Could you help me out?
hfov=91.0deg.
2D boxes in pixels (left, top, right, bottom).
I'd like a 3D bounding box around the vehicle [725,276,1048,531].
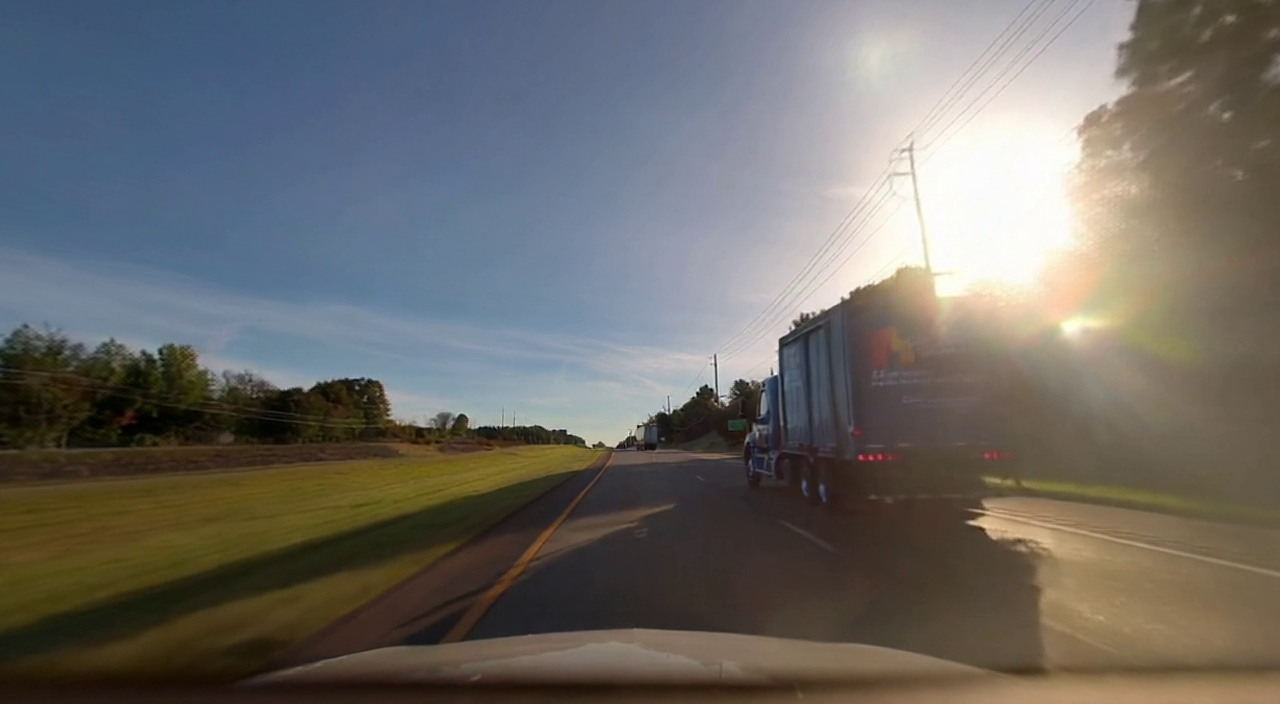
[{"bbox_3d":[4.134,1.333,13.649,3.037,3.672,9.136,0,-8,-2],"label":"vehicle"}]
